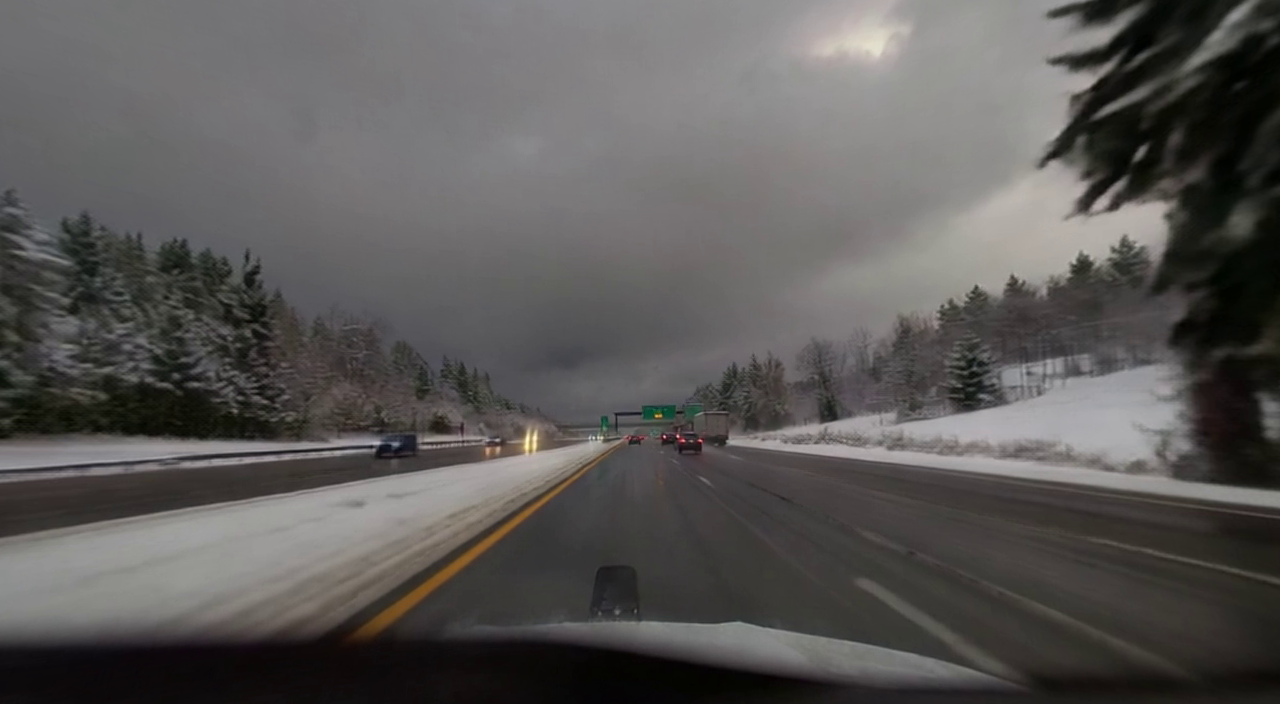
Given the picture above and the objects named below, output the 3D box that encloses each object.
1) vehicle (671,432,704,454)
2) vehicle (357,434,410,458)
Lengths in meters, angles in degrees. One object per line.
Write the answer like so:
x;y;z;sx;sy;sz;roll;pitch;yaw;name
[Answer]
3.490;6.772;47.023;1.986;1.501;4.529;0;-7;-2;vehicle
-17.268;6.308;42.591;1.822;1.497;4.147;0;-7;0;vehicle
